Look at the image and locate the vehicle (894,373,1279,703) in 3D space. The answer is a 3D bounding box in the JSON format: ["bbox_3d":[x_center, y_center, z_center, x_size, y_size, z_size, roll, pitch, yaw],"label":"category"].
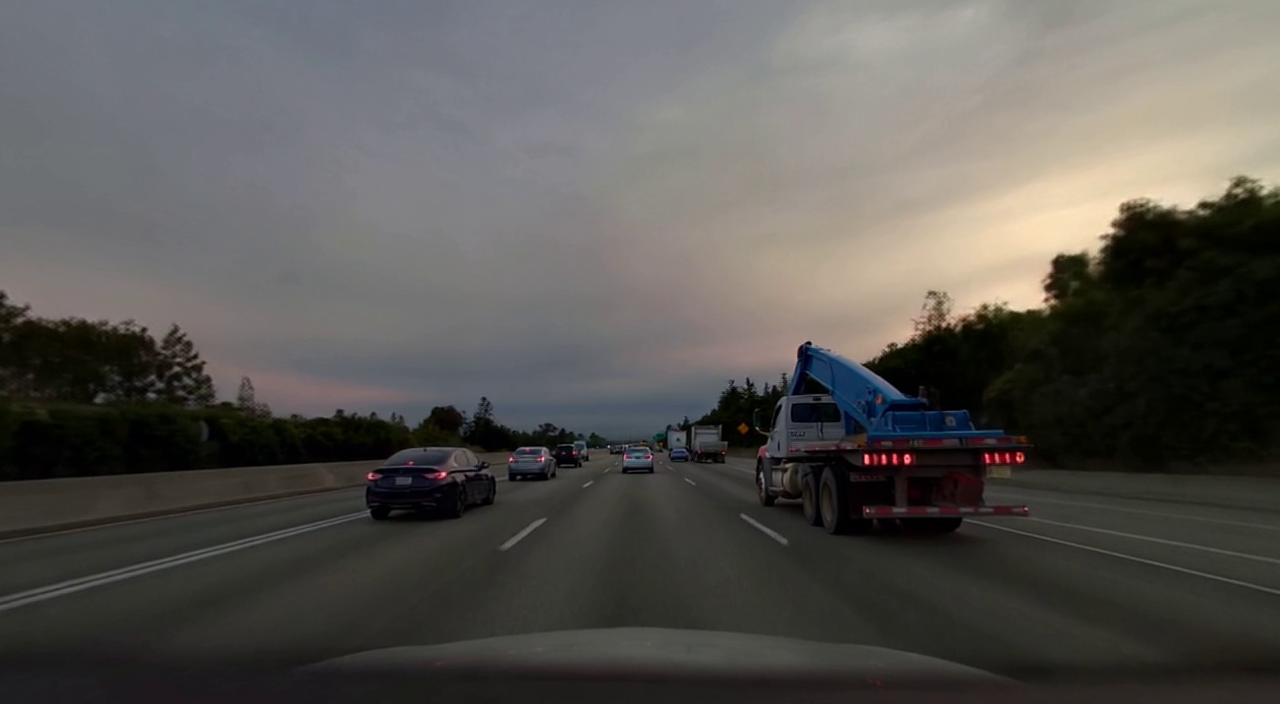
[{"bbox_3d":[4.071,1.081,3.834,2.599,1.631,5.693,0,-9,-1],"label":"vehicle"}]

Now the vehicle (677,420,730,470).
[{"bbox_3d":[3.886,5.940,39.921,2.416,2.829,7.016,0,-9,-2],"label":"vehicle"}]

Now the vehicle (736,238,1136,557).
[{"bbox_3d":[3.923,1.093,11.311,2.975,3.618,8.456,0,-9,0],"label":"vehicle"}]

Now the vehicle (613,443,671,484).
[{"bbox_3d":[-0.004,4.455,25.352,2.150,1.498,3.988,0,-9,-2],"label":"vehicle"}]

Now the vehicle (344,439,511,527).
[{"bbox_3d":[-4.223,2.674,13.403,1.880,1.507,4.757,0,-9,0],"label":"vehicle"}]

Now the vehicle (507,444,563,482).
[{"bbox_3d":[-4.601,4.919,28.022,1.858,1.527,3.974,0,-9,0],"label":"vehicle"}]
